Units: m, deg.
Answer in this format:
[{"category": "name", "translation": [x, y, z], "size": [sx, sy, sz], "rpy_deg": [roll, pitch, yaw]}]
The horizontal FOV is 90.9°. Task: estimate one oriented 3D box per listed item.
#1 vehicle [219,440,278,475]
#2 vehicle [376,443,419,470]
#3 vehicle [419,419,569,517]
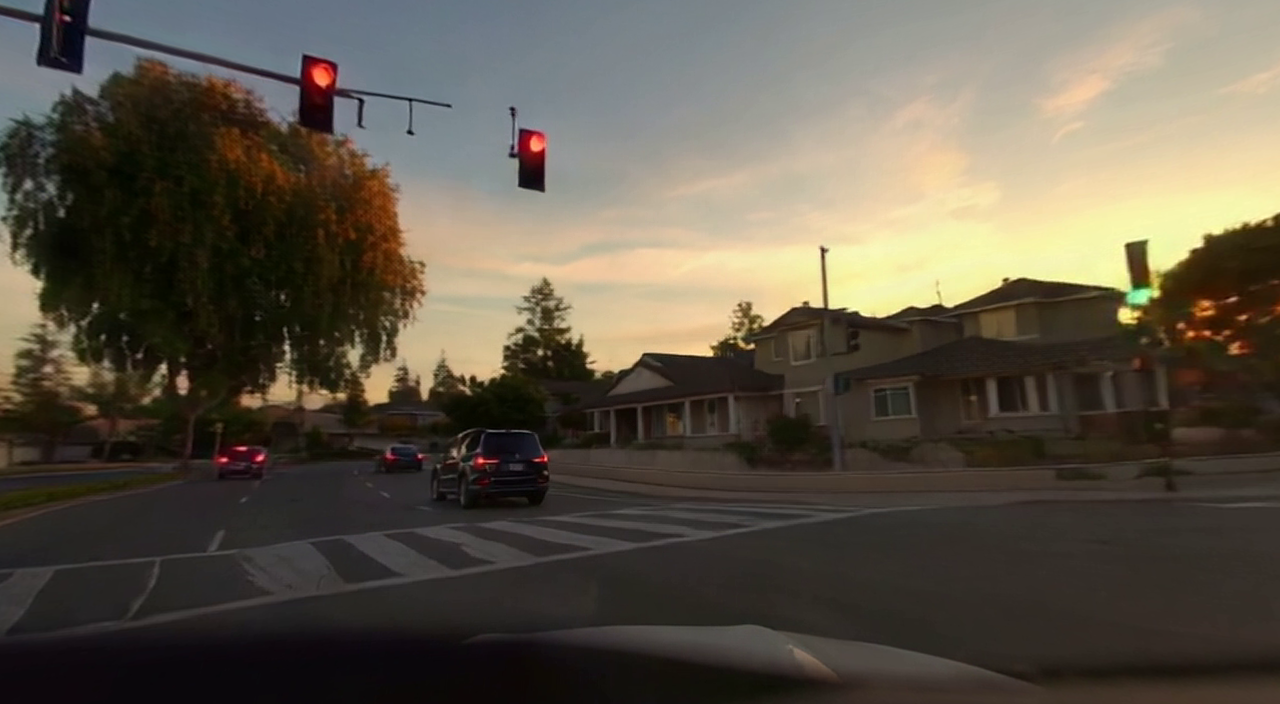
[{"category": "vehicle", "translation": [-20.964, 5.651, 33.919], "size": [2.063, 1.721, 4.261], "rpy_deg": [4, -9, -24]}, {"category": "vehicle", "translation": [-14.137, 6.027, 36.571], "size": [1.983, 1.433, 4.558], "rpy_deg": [4, -9, -24]}, {"category": "vehicle", "translation": [-3.544, 2.583, 14.570], "size": [2.141, 1.833, 4.704], "rpy_deg": [4, -10, -28]}]
